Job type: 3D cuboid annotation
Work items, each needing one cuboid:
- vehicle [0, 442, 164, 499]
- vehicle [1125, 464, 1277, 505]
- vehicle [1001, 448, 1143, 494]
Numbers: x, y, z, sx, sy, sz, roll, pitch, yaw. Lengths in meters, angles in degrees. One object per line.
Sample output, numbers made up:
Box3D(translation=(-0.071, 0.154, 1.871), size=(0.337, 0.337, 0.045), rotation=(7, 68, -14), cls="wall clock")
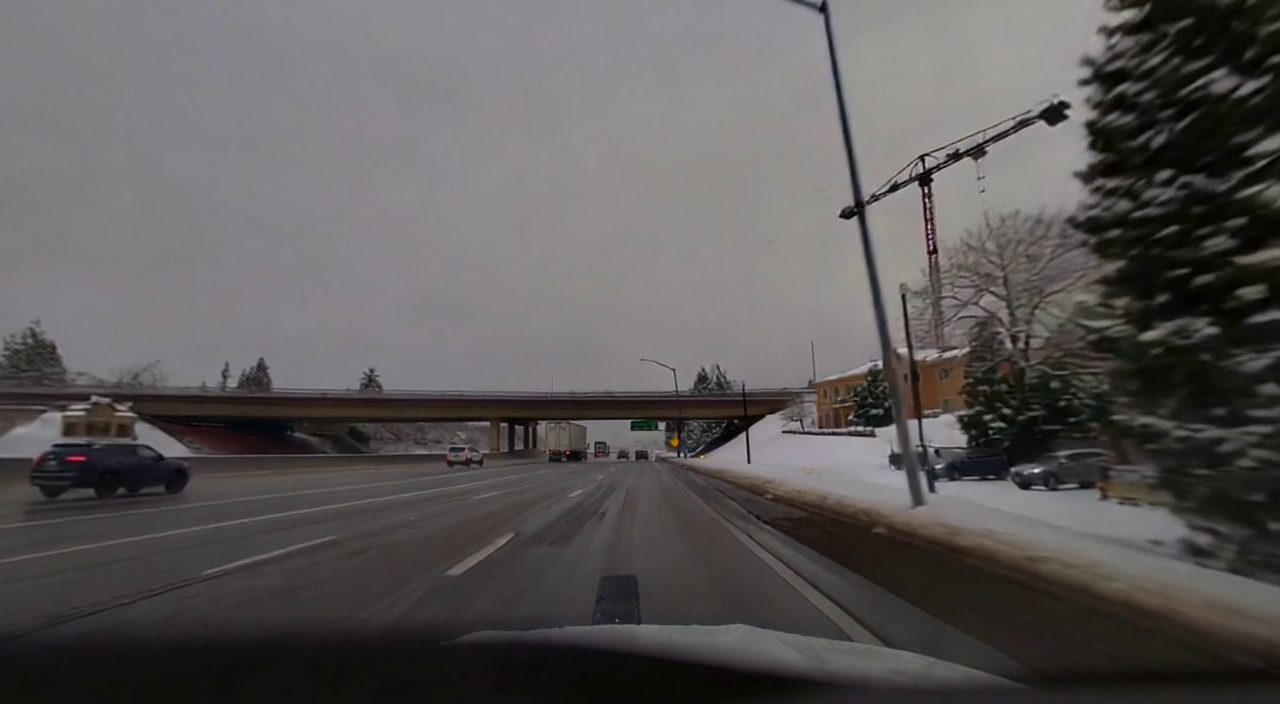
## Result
Box3D(translation=(-19.499, 4.062, 22.159), size=(1.932, 1.752, 4.541), rotation=(0, -9, 2), cls="vehicle")
Box3D(translation=(22.753, 5.380, 25.737), size=(4.308, 1.519, 1.951), rotation=(0, -8, -1), cls="vehicle")
Box3D(translation=(22.603, 6.218, 33.208), size=(5.721, 1.944, 2.251), rotation=(-3, -7, -1), cls="vehicle")
